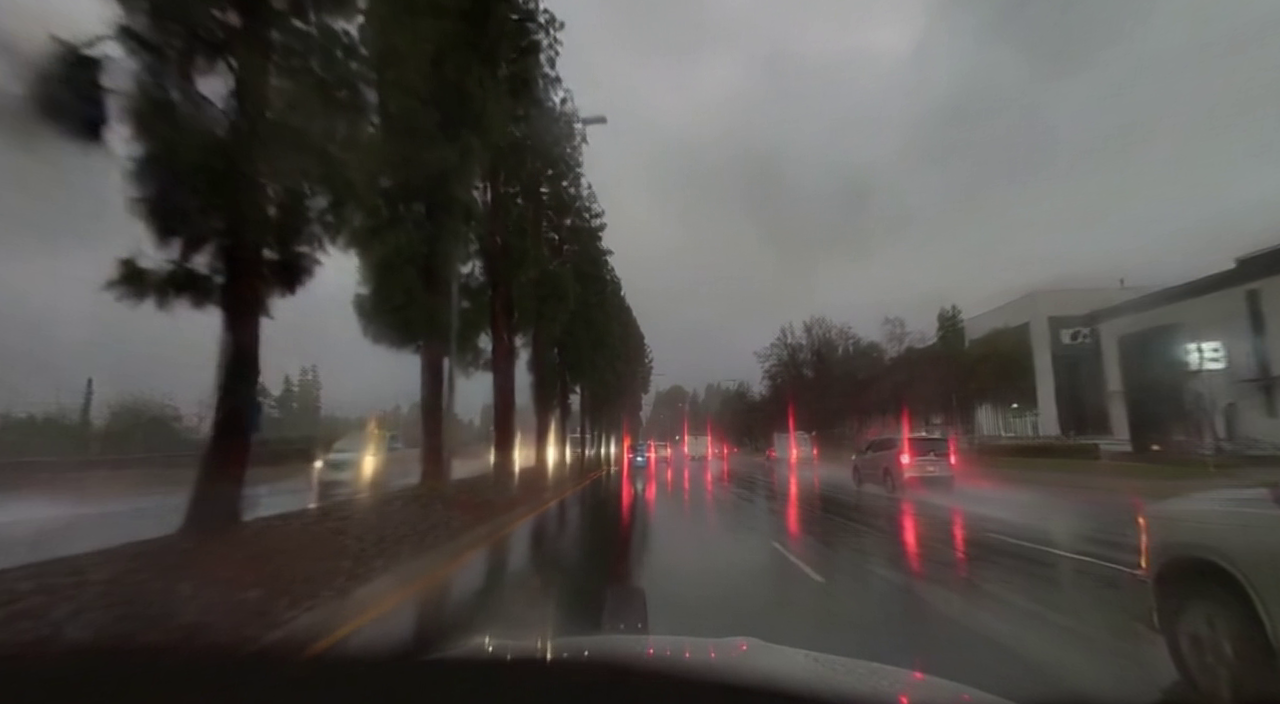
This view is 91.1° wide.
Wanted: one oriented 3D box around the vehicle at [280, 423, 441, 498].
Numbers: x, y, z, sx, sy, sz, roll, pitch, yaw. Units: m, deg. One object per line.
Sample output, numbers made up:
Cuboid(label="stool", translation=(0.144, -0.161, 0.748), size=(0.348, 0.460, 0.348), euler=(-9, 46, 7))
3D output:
Cuboid(label="vehicle", translation=(-8.189, 3.247, 19.189), size=(2.262, 1.920, 5.604), euler=(0, -8, 1))

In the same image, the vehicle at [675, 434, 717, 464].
Cuboid(label="vehicle", translation=(4.179, 7.400, 47.900), size=(2.716, 2.131, 5.766), euler=(0, -8, 1))

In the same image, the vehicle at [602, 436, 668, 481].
Cuboid(label="vehicle", translation=(-0.138, 4.038, 24.062), size=(2.315, 1.563, 4.080), euler=(0, -8, 1))

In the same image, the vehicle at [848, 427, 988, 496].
Cuboid(label="vehicle", translation=(7.912, 3.148, 18.418), size=(2.090, 1.768, 4.407), euler=(0, -8, 1))

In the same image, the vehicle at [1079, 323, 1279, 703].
Cuboid(label="vehicle", translation=(3.516, 0.600, 1.206), size=(2.090, 1.763, 4.560), euler=(0, -8, 1))
